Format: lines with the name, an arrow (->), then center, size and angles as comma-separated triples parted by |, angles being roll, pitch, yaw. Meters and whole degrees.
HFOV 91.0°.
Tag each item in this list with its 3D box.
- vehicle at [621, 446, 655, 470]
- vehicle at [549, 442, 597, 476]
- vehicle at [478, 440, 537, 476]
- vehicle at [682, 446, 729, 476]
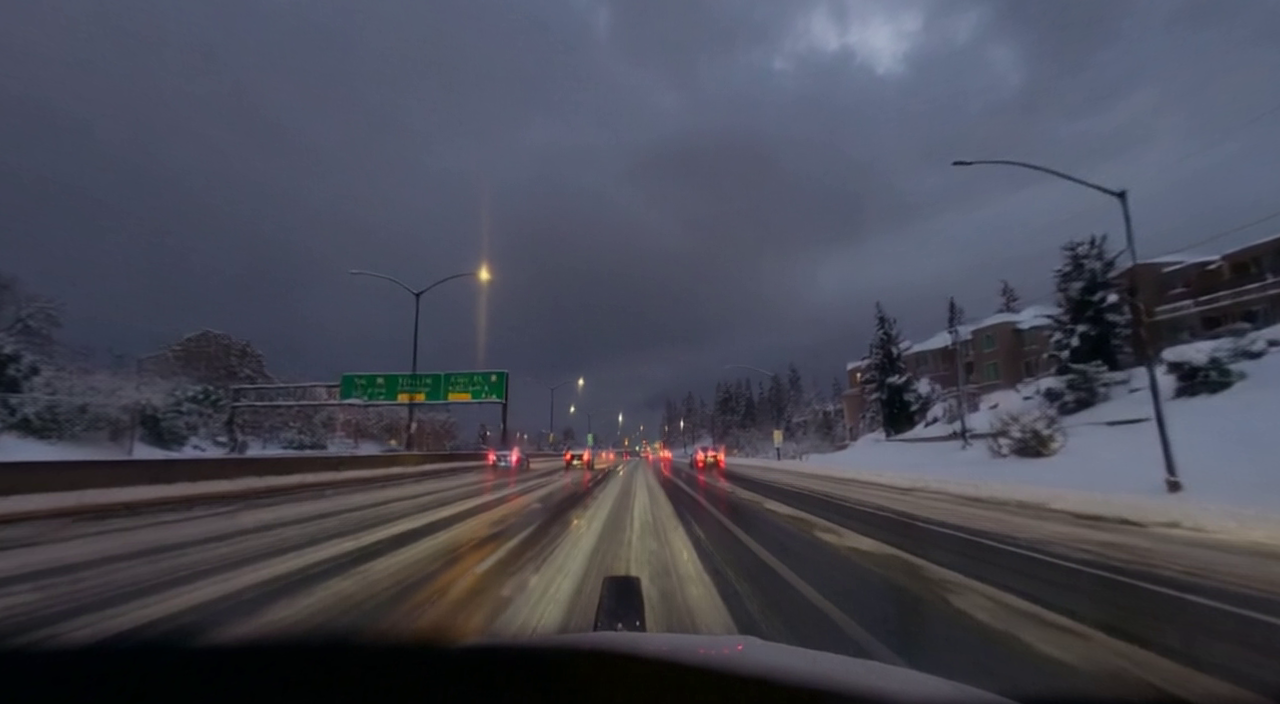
vehicle -> -0.135, 7.227, 43.061 | 2.166, 1.496, 4.158 | 0, -9, 0
vehicle -> -3.548, 5.773, 34.246 | 2.091, 1.664, 4.157 | 0, -9, 1
vehicle -> -6.942, 5.583, 33.427 | 2.112, 1.721, 4.381 | 0, -9, 1
vehicle -> 3.558, 5.987, 34.869 | 2.077, 1.527, 4.553 | 1, -9, -1
